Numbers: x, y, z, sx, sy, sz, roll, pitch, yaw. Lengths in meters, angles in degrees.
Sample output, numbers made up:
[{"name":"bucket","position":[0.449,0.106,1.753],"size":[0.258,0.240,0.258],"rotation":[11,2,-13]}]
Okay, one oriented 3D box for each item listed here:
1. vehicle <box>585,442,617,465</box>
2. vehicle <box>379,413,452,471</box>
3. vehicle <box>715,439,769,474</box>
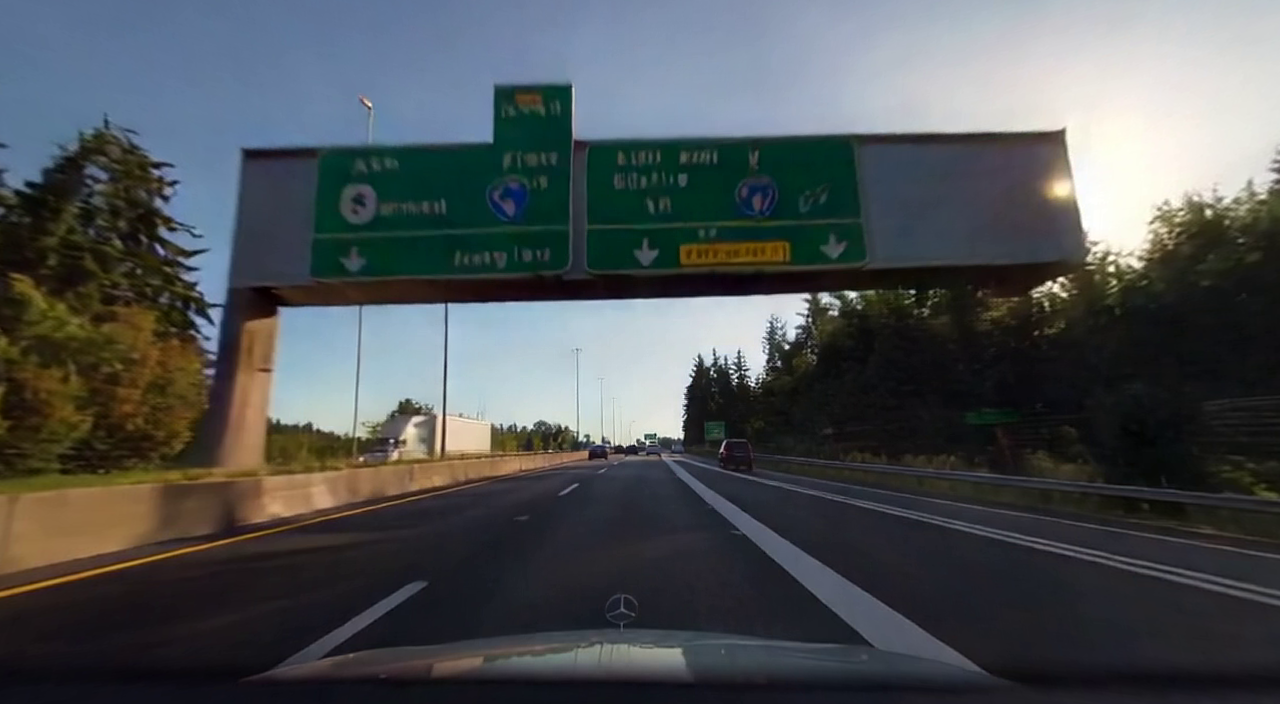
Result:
[{"name":"vehicle","position":[-2.874,7.630,47.702],"size":[2.037,1.638,4.274],"rotation":[0,-8,1]},{"name":"vehicle","position":[-16.436,6.701,46.716],"size":[2.991,3.968,5.905],"rotation":[0,-9,2]},{"name":"vehicle","position":[5.128,5.300,32.257],"size":[2.021,1.639,4.203],"rotation":[0,-9,-1]}]
